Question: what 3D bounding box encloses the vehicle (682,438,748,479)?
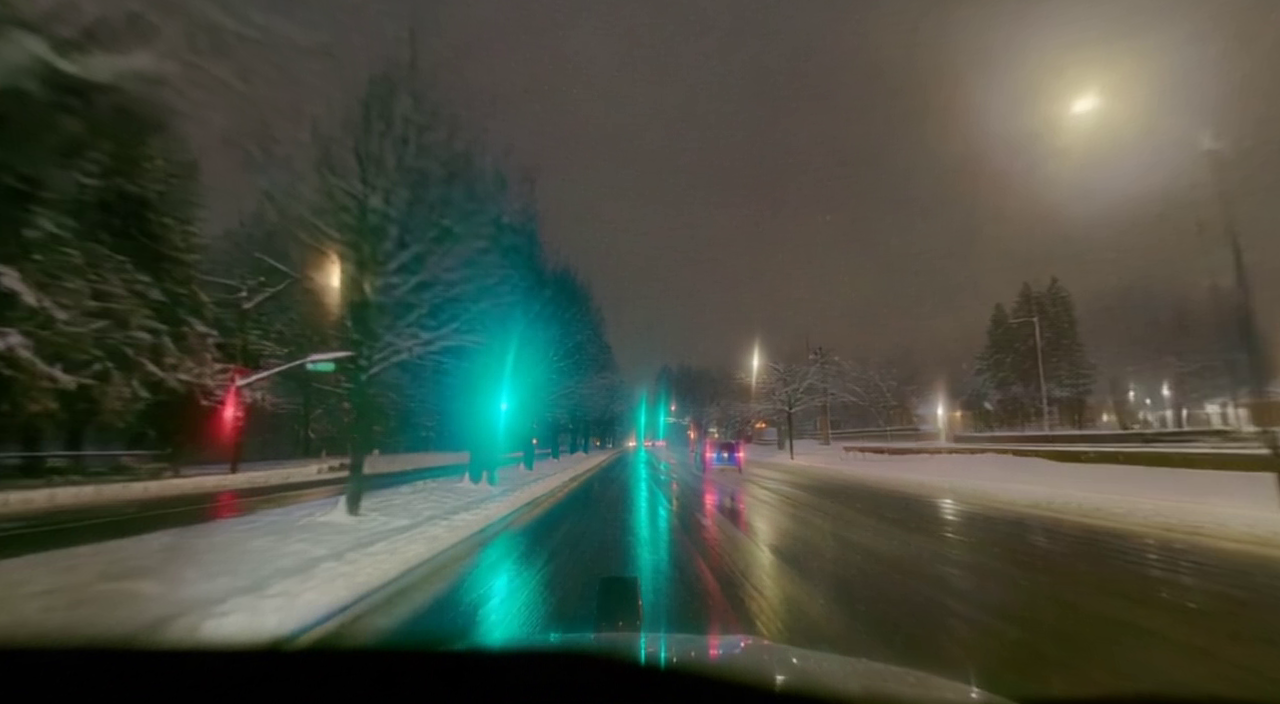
[{"bbox_3d":[2.867,4.173,24.987,2.056,1.483,4.091,0,-8,-1],"label":"vehicle"}]
